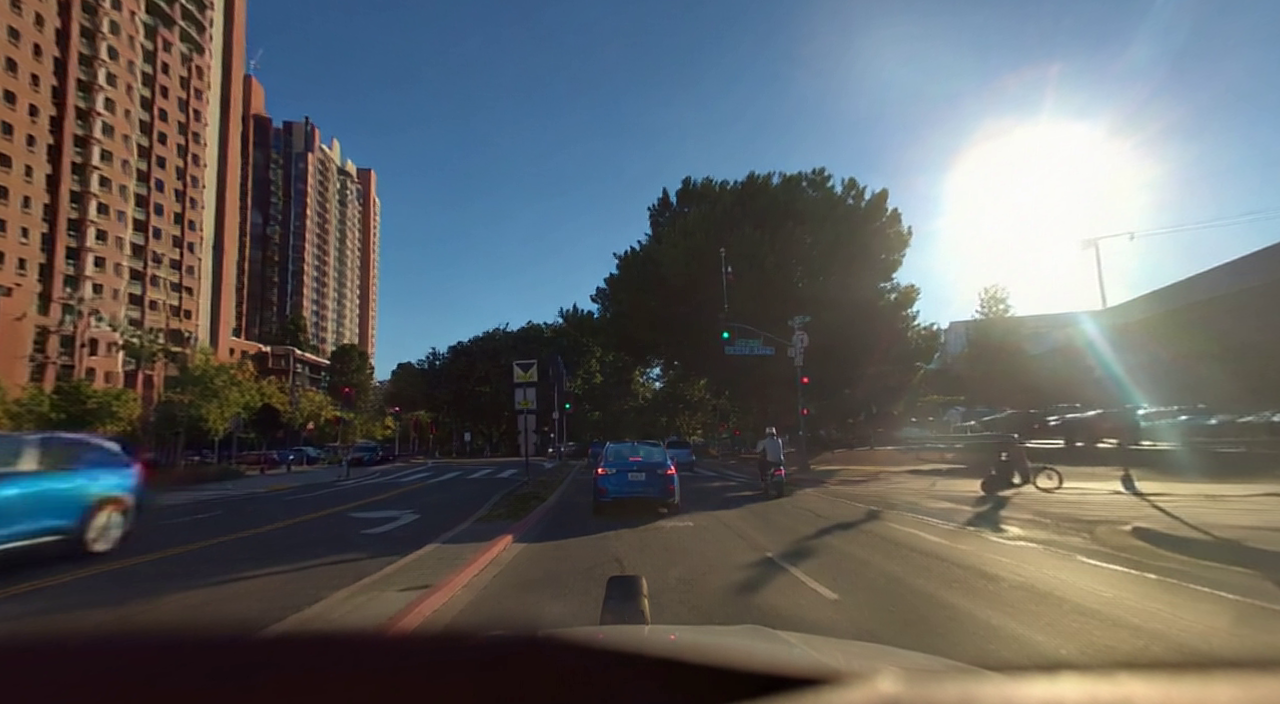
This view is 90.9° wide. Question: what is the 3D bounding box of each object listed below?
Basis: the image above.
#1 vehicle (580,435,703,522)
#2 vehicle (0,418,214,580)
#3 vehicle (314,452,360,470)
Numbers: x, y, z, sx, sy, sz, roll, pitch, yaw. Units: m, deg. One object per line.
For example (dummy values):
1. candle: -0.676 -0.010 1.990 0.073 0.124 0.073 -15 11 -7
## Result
1. vehicle: -0.061 2.495 12.967 2.118 1.480 3.949 0 -9 -3
2. vehicle: -7.730 1.721 7.753 1.993 1.692 4.226 0 -9 0
3. vehicle: -22.976 8.245 47.853 1.433 1.269 2.779 -5 -10 29
